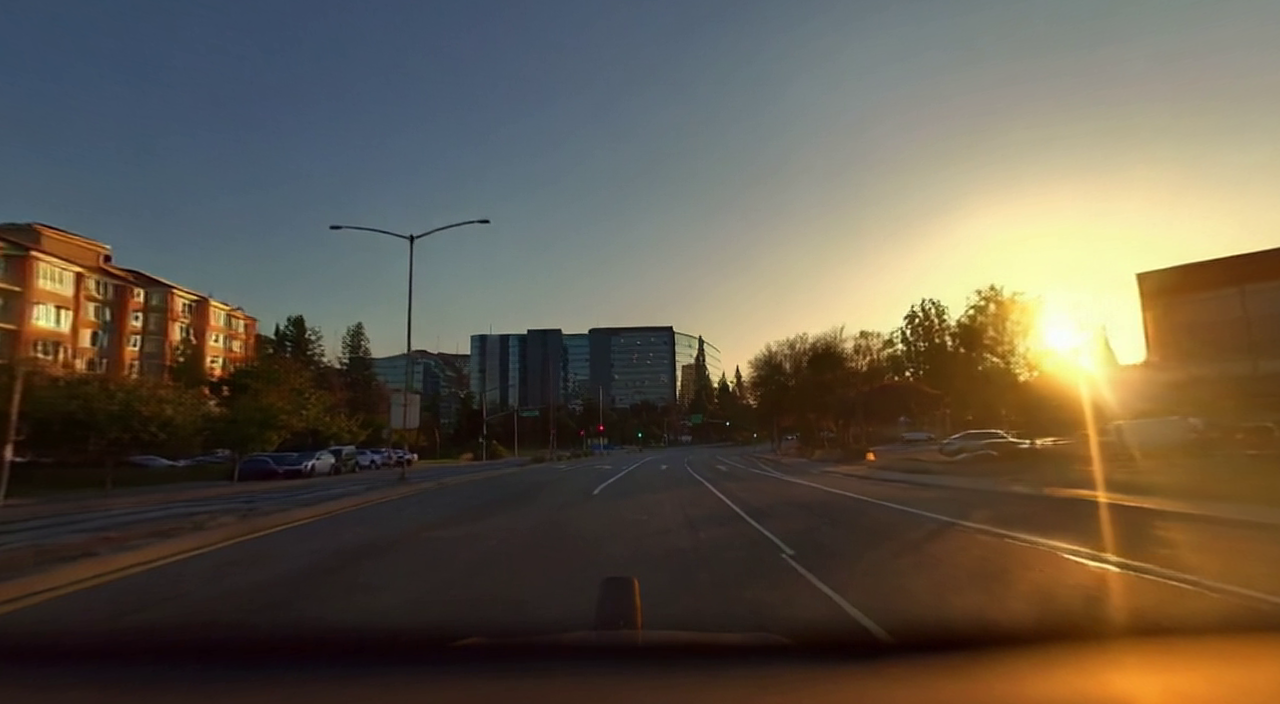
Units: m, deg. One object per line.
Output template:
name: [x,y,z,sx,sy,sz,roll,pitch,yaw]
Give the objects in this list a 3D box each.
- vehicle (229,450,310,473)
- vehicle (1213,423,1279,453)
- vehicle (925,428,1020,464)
vehicle: [-28.467,8.396,48.653,4.913,1.677,2.032,0,-9,-1]
vehicle: [31.955,4.381,32.213,1.574,1.448,3.558,3,-9,-23]
vehicle: [19.609,5.573,37.533,2.074,1.959,4.793,3,-9,-18]
